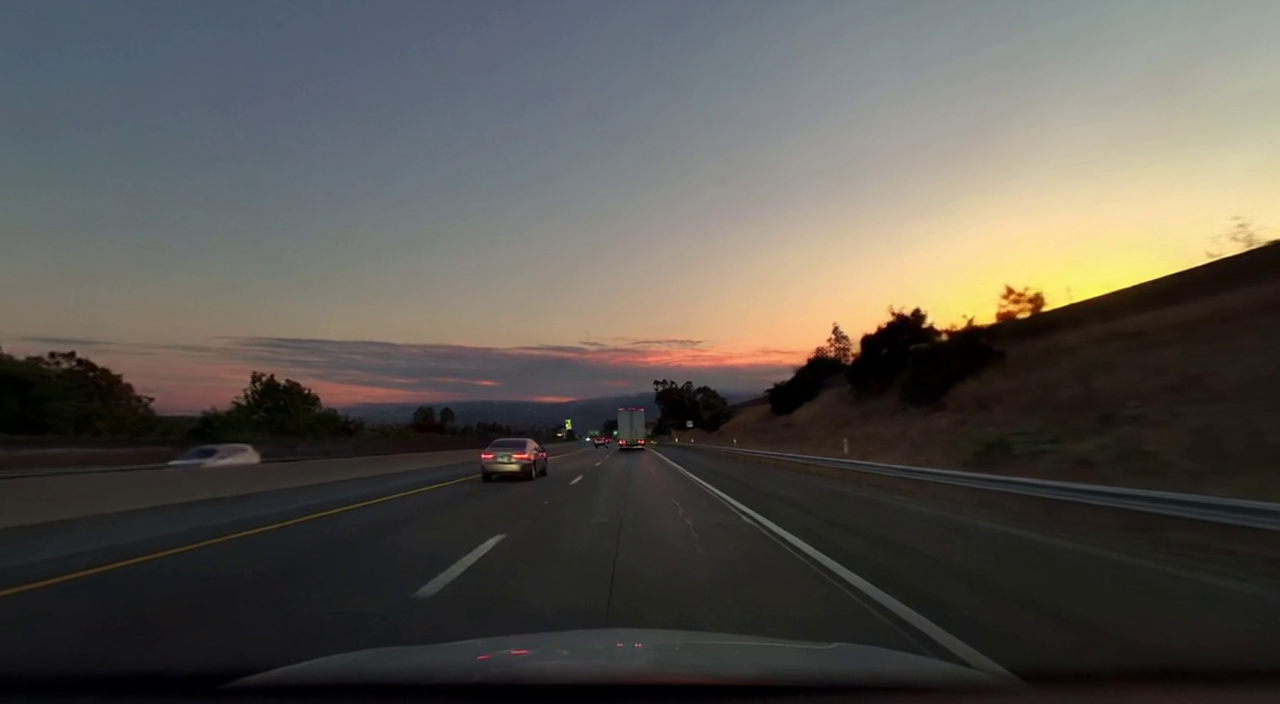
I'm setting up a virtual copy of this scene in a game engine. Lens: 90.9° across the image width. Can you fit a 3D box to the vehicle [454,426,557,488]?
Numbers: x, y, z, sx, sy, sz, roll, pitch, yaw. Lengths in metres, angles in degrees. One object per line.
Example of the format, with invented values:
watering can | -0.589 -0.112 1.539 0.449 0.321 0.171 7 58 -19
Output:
vehicle | -3.905 3.117 19.192 2.123 1.655 4.688 0 -8 0
